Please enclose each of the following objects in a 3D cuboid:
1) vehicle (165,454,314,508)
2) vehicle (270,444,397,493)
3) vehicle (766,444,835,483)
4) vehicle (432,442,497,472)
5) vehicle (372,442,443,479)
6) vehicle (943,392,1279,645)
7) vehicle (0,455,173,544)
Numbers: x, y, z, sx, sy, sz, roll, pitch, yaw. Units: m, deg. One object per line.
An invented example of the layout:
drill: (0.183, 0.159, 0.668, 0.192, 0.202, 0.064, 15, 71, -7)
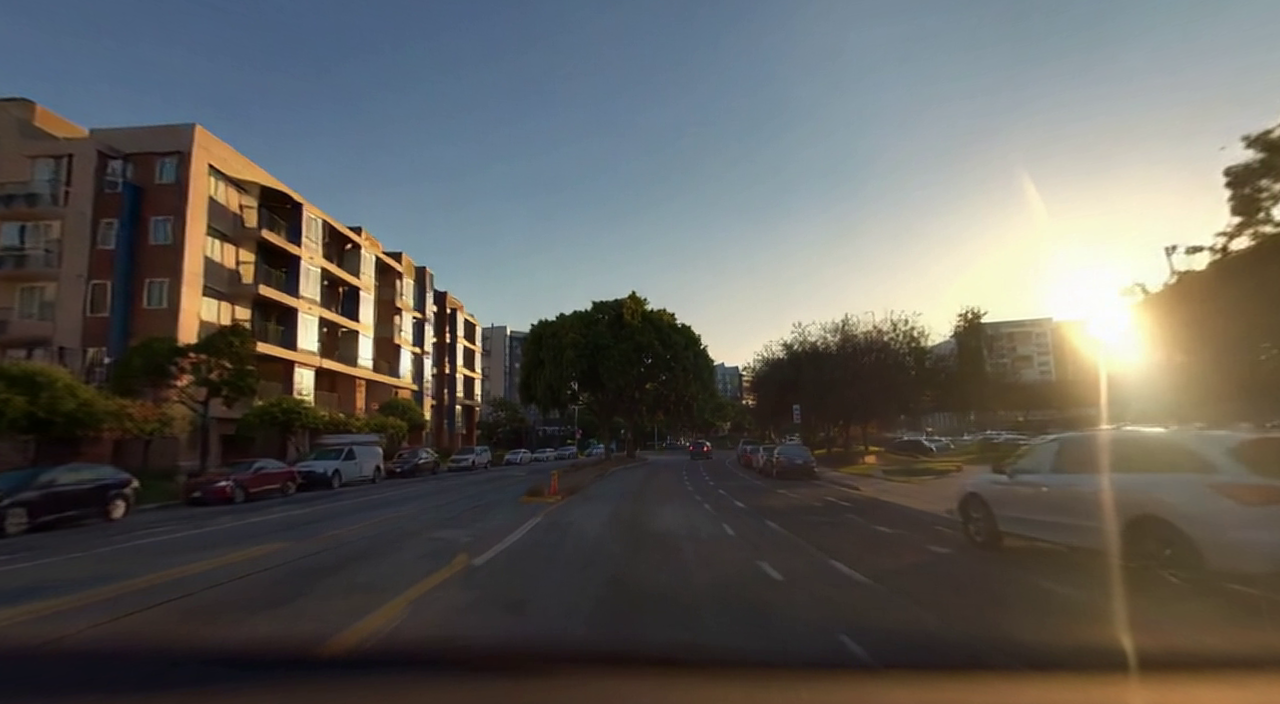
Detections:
vehicle: (-12.373, 3.978, 19.915, 1.723, 1.418, 4.359, 0, -8, 2)
vehicle: (-12.515, 4.745, 26.400, 2.290, 1.799, 5.801, 0, -8, 1)
vehicle: (6.600, 4.620, 26.523, 1.947, 1.487, 4.549, 0, -8, 3)
vehicle: (-11.773, 7.076, 42.888, 2.137, 1.835, 5.833, -1, -8, 7)
vehicle: (-12.369, 5.783, 33.961, 2.001, 1.836, 4.471, 0, -8, 2)
vehicle: (5.631, 1.519, 6.772, 2.102, 1.781, 5.470, 0, -8, 1)
vehicle: (-12.270, 2.960, 13.284, 1.926, 1.499, 3.869, 0, -8, 0)
